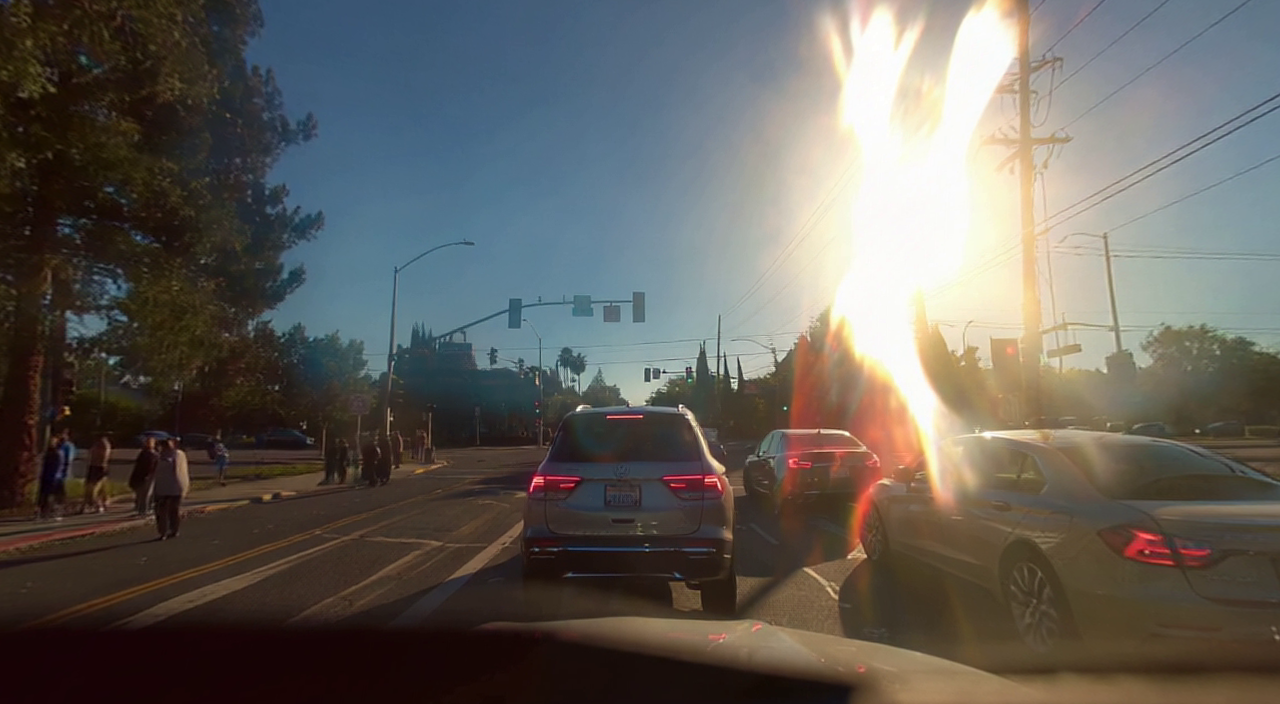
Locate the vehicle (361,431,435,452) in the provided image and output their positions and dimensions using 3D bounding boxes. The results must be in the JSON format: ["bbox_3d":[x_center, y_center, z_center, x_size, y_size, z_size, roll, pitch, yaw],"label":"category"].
[{"bbox_3d":[-17.758,6.560,46.365,4.607,1.478,1.995,0,-8,0],"label":"vehicle"}]

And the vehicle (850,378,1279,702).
[{"bbox_3d":[3.555,1.294,5.558,1.948,1.677,4.437,0,-8,1],"label":"vehicle"}]

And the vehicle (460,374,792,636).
[{"bbox_3d":[-0.143,1.365,6.632,2.271,1.786,4.443,0,-8,-1],"label":"vehicle"}]

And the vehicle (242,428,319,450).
[{"bbox_3d":[-26.846,6.530,47.203,4.587,1.639,1.878,0,-8,0],"label":"vehicle"}]
